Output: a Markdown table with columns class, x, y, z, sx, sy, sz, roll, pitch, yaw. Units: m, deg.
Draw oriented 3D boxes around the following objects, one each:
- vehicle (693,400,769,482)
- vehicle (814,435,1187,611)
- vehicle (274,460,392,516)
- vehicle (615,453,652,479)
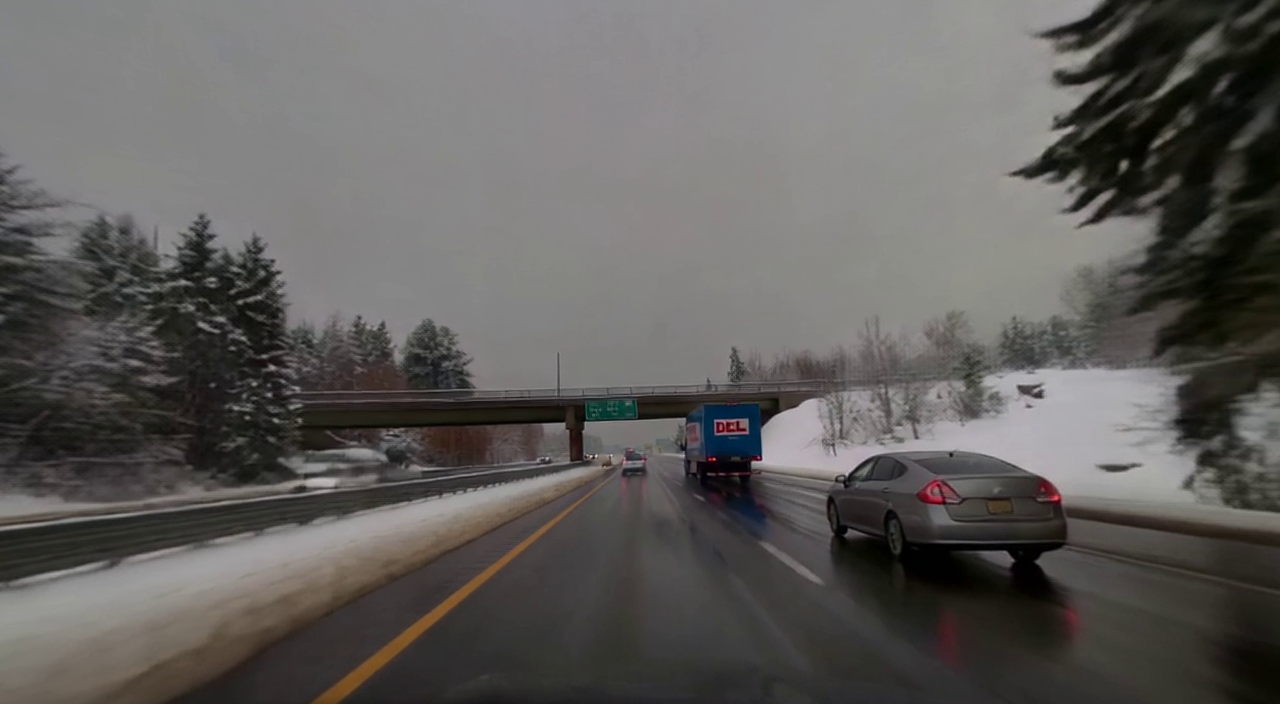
| class | x | y | z | sx | sy | sz | roll | pitch | yaw |
| --- | --- | --- | --- | --- | --- | --- | --- | --- | --- |
| vehicle | 4.797 | 4.959 | 34.894 | 2.838 | 3.985 | 8.010 | 0 | -9 | -1 |
| vehicle | 3.637 | 1.777 | 7.468 | 1.894 | 1.452 | 4.164 | 0 | -9 | -1 |
| vehicle | -8.990 | 3.968 | 18.776 | 1.728 | 1.425 | 3.494 | 0 | -9 | 0 |
| vehicle | -0.369 | 6.768 | 37.599 | 2.055 | 1.445 | 3.661 | 0 | -9 | 0 |
